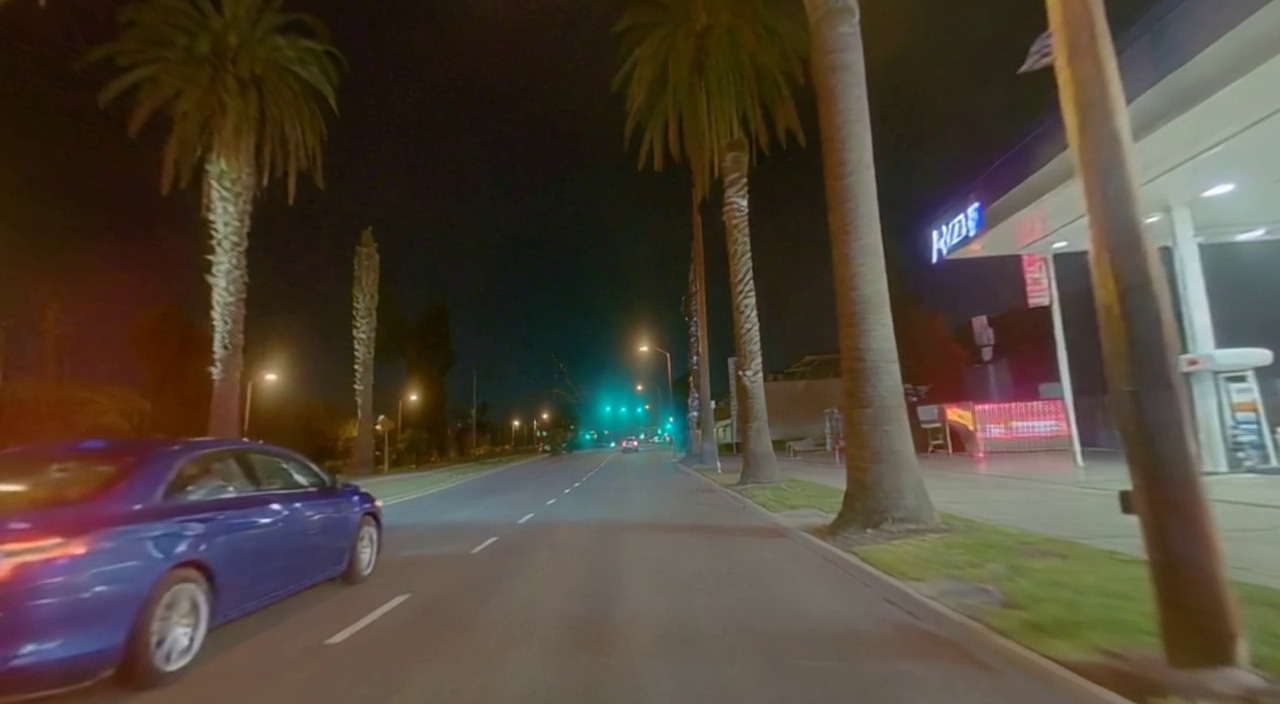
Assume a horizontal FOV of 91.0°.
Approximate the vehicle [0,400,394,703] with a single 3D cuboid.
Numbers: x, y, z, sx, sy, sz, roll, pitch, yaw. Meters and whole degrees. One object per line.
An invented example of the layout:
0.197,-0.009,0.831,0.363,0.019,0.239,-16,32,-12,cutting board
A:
-3.478,1.122,3.652,2.160,1.497,4.573,0,-8,1,vehicle
